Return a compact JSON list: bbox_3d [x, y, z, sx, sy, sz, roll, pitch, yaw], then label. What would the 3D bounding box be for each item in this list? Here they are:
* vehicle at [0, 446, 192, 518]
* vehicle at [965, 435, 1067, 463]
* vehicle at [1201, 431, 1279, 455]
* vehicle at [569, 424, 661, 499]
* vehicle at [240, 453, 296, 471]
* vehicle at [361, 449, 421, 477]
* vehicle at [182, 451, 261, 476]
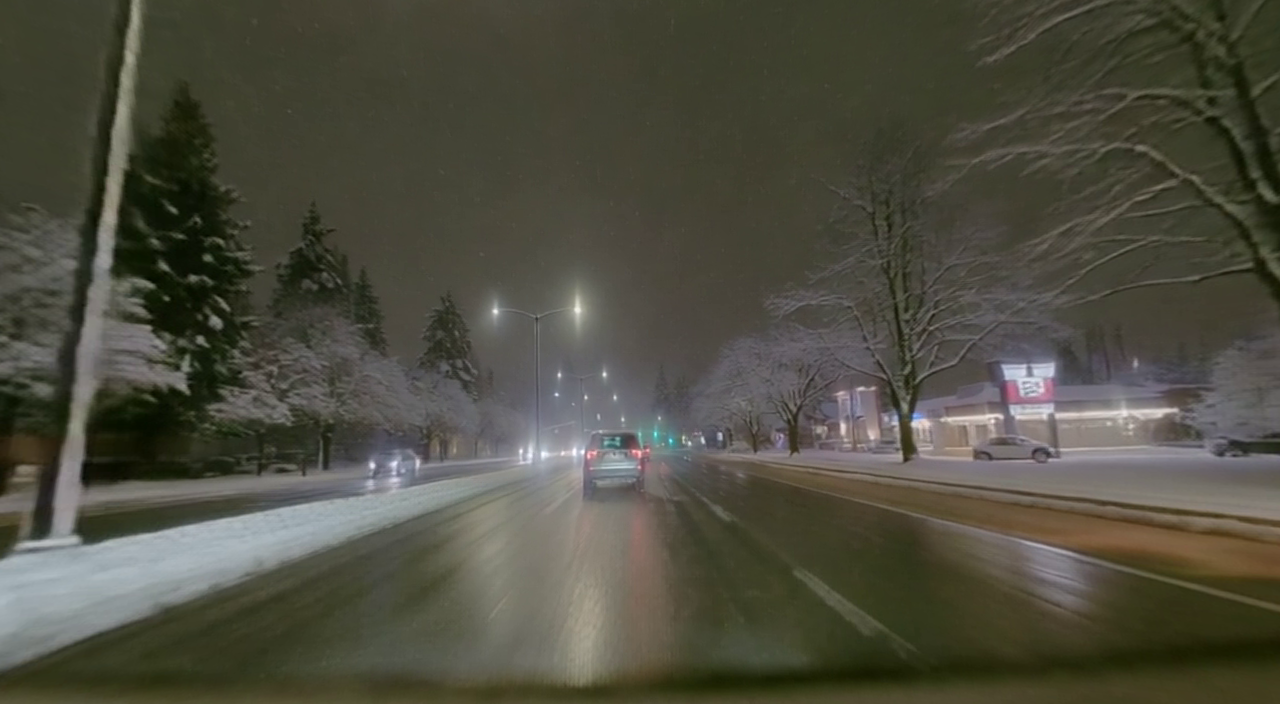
[{"bbox_3d":[-16.267,3.746,18.925,2.127,1.836,4.833,0,-8,0],"label":"vehicle"},{"bbox_3d":[20.722,5.366,34.951,4.339,1.456,2.030,0,-8,-2],"label":"vehicle"},{"bbox_3d":[39.780,5.944,41.265,4.167,1.455,2.067,-1,-8,0],"label":"vehicle"},{"bbox_3d":[-0.774,3.119,18.394,2.300,1.870,4.936,0,-8,-3],"label":"vehicle"},{"bbox_3d":[-29.232,8.650,49.672,3.327,1.360,1.672,-1,-9,4],"label":"vehicle"},{"bbox_3d":[-15.575,6.931,39.787,2.022,1.615,4.324,0,-8,0],"label":"vehicle"},{"bbox_3d":[-29.204,7.787,44.175,4.287,1.464,2.016,-3,-7,7],"label":"vehicle"}]
